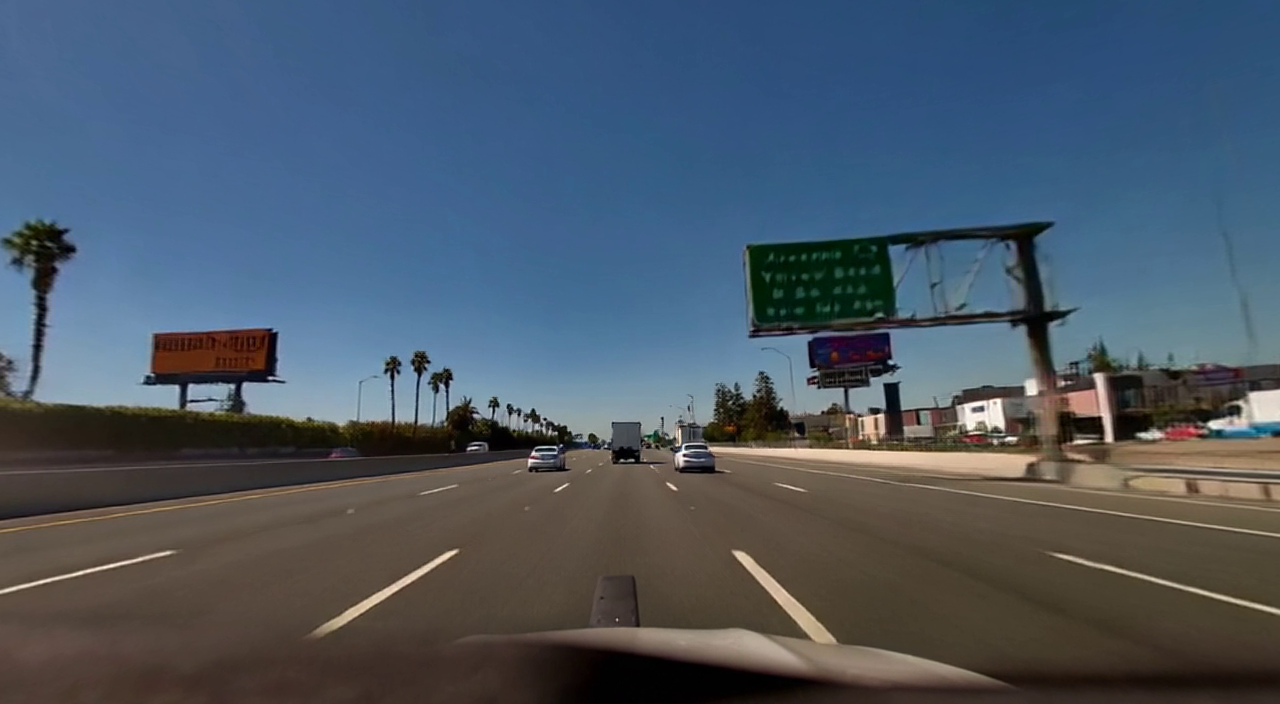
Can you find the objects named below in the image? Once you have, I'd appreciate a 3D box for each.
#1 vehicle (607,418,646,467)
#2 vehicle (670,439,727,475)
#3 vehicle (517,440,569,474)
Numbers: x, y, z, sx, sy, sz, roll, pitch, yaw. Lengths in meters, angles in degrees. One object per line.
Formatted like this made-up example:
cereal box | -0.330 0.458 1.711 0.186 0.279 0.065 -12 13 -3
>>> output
vehicle | -0.888 5.983 41.639 2.364 2.953 6.495 0 -8 -2
vehicle | 2.792 5.154 31.311 2.175 1.598 4.584 0 -8 -3
vehicle | -4.980 5.463 33.098 2.021 1.598 4.887 0 -8 -1
